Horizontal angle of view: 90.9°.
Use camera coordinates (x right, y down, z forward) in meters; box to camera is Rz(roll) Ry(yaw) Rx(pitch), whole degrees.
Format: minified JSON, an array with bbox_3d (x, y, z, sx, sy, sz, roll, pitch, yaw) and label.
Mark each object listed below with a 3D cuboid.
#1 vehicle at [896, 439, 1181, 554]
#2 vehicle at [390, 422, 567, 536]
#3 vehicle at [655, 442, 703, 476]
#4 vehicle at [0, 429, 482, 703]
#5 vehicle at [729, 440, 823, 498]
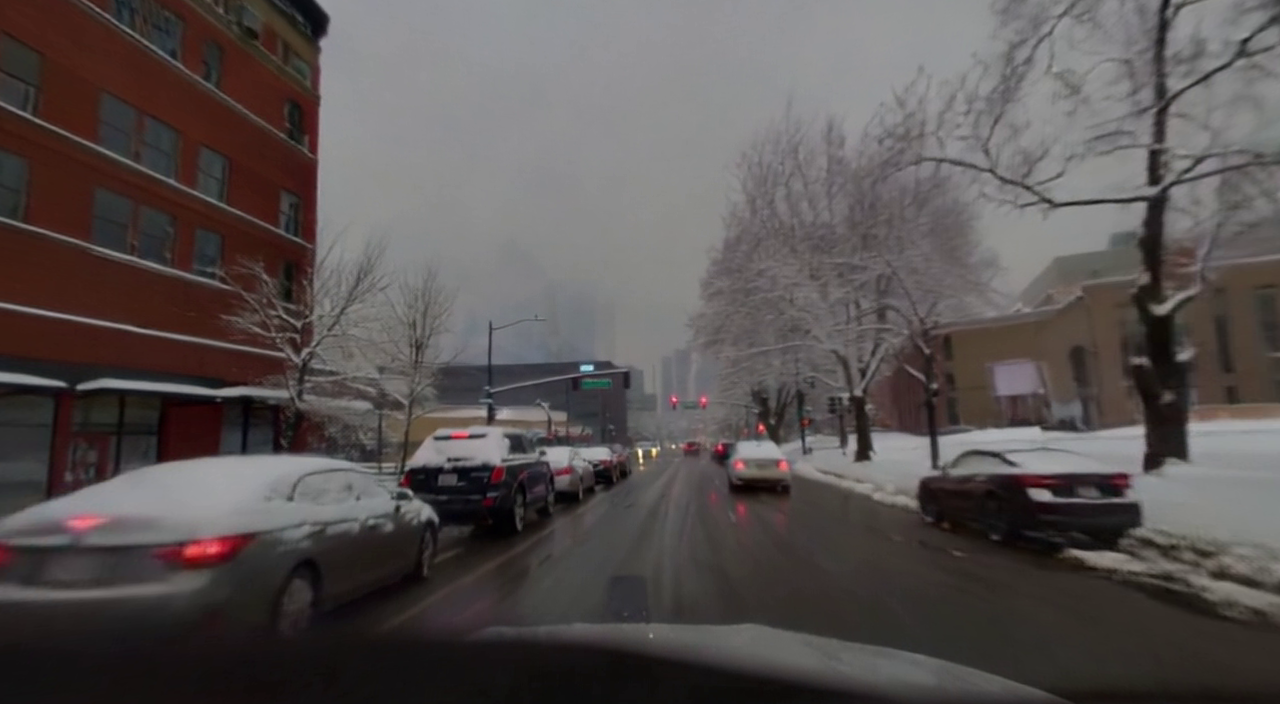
[{"bbox_3d":[6.039,2.186,10.403,1.956,1.446,4.537,-1,-8,4],"label":"vehicle"},{"bbox_3d":[-2.867,2.362,12.367,2.043,1.819,4.294,-1,-8,4],"label":"vehicle"},{"bbox_3d":[1.909,5.062,30.087,2.102,1.521,4.078,-1,-8,5],"label":"vehicle"},{"bbox_3d":[-3.106,1.513,5.721,2.214,1.496,4.648,0,-8,-1],"label":"vehicle"},{"bbox_3d":[3.823,3.341,18.499,2.150,1.464,4.467,-1,-8,5],"label":"vehicle"}]
